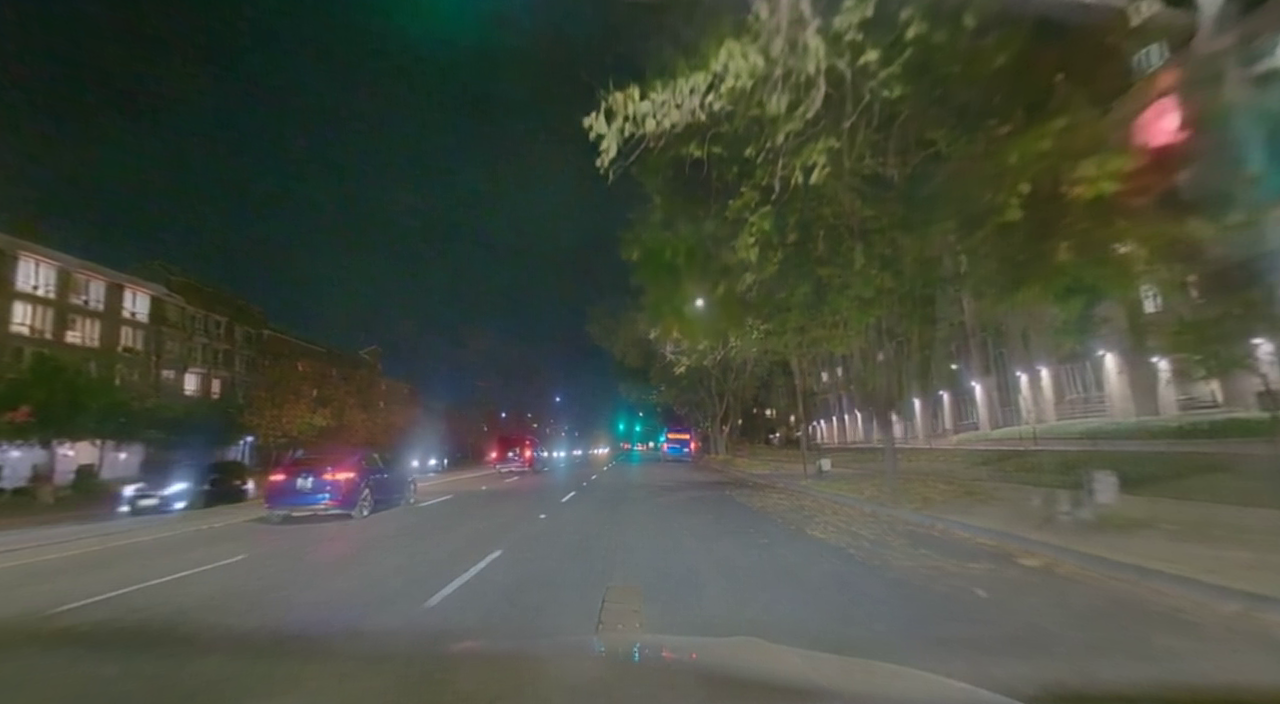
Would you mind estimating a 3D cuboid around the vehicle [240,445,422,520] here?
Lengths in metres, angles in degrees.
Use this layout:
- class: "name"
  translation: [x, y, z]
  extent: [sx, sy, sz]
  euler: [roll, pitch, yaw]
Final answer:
- class: "vehicle"
  translation: [-6.900, 2.933, 14.780]
  extent: [1.970, 1.456, 4.441]
  euler: [0, -9, 1]

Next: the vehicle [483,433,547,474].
- class: "vehicle"
  translation: [-6.819, 5.636, 35.261]
  extent: [2.332, 2.039, 5.678]
  euler: [0, -9, 1]

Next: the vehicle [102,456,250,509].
- class: "vehicle"
  translation: [-15.183, 4.249, 20.993]
  extent: [1.854, 1.497, 3.998]
  euler: [0, -9, 0]
